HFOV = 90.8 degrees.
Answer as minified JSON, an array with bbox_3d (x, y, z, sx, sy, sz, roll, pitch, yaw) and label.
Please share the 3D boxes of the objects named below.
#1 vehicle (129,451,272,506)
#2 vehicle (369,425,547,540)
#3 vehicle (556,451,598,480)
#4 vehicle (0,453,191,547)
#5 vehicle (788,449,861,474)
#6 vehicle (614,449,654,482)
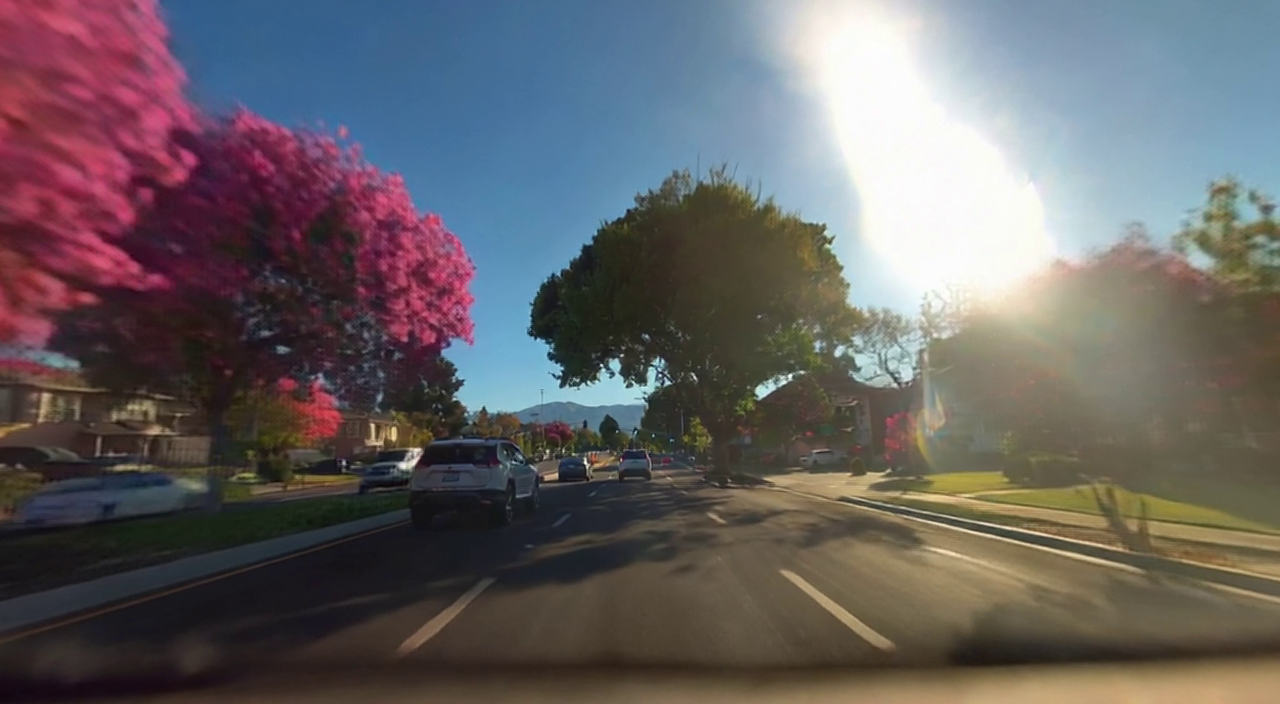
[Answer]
[{"bbox_3d":[-15.503,4.435,22.637,1.994,1.686,4.352,0,-8,0],"label":"vehicle"},{"bbox_3d":[-3.461,2.579,13.202,2.161,1.919,4.798,0,-8,2],"label":"vehicle"},{"bbox_3d":[-3.638,6.643,37.174,2.066,1.565,3.905,0,-8,1],"label":"vehicle"},{"bbox_3d":[-11.543,2.772,12.418,1.979,1.483,4.671,0,-9,0],"label":"vehicle"},{"bbox_3d":[12.627,7.521,43.452,4.482,1.678,1.890,-1,-9,7],"label":"vehicle"},{"bbox_3d":[-0.296,5.968,33.484,1.997,1.636,3.760,0,-8,0],"label":"vehicle"}]
